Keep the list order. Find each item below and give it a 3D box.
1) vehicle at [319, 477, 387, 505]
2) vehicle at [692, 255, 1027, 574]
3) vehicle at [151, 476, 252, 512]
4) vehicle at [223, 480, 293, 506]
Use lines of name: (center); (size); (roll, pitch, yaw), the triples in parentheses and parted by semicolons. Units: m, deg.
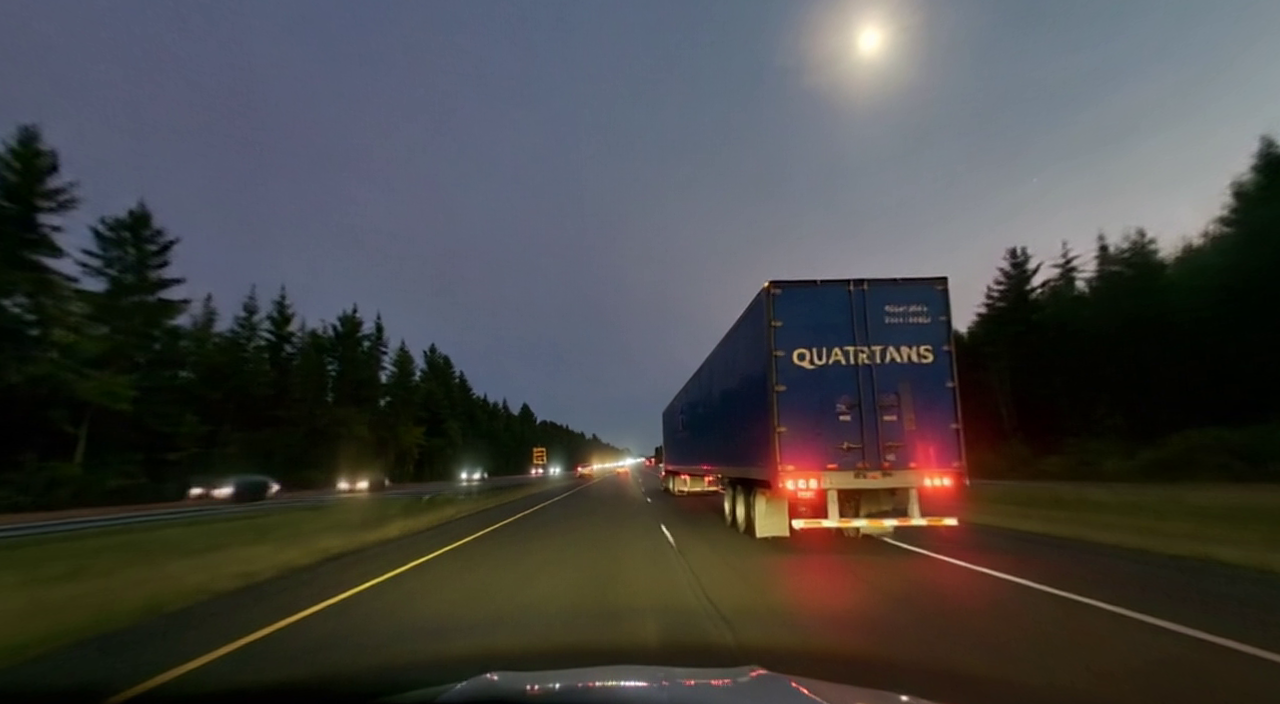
vehicle: (-17.286, 8.382, 38.211); (1.885, 1.474, 4.731); (0, -11, 0)
vehicle: (3.152, 1.694, 13.272); (2.871, 4.032, 10.642); (1, -11, -2)
vehicle: (-21.733, 7.020, 31.462); (1.795, 1.576, 4.451); (0, -11, 0)
vehicle: (-21.840, 8.057, 36.162); (1.758, 1.359, 3.467); (0, -11, 2)
